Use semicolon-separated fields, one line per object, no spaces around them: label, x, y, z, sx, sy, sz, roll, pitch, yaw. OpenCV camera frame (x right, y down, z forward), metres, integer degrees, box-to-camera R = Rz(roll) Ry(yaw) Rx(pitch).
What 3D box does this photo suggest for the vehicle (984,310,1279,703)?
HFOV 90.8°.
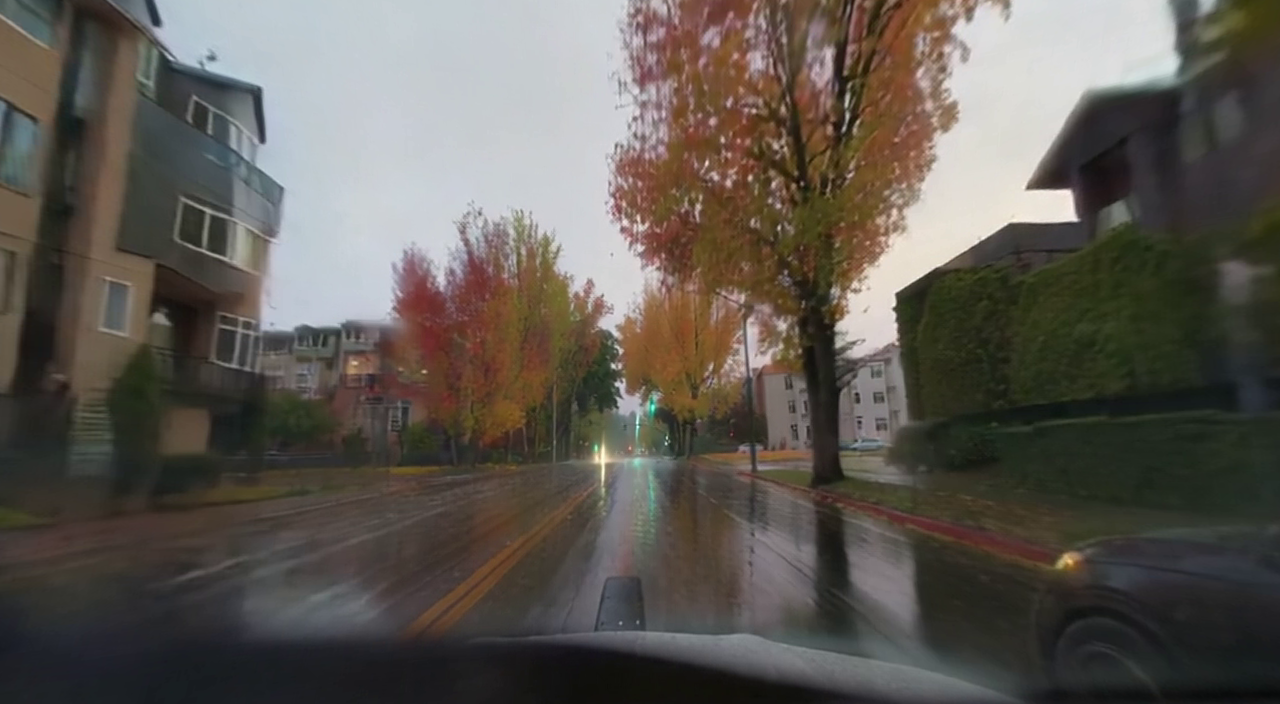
vehicle;3.118;0.653;1.159;2.224;1.791;4.834;0;-8;0
